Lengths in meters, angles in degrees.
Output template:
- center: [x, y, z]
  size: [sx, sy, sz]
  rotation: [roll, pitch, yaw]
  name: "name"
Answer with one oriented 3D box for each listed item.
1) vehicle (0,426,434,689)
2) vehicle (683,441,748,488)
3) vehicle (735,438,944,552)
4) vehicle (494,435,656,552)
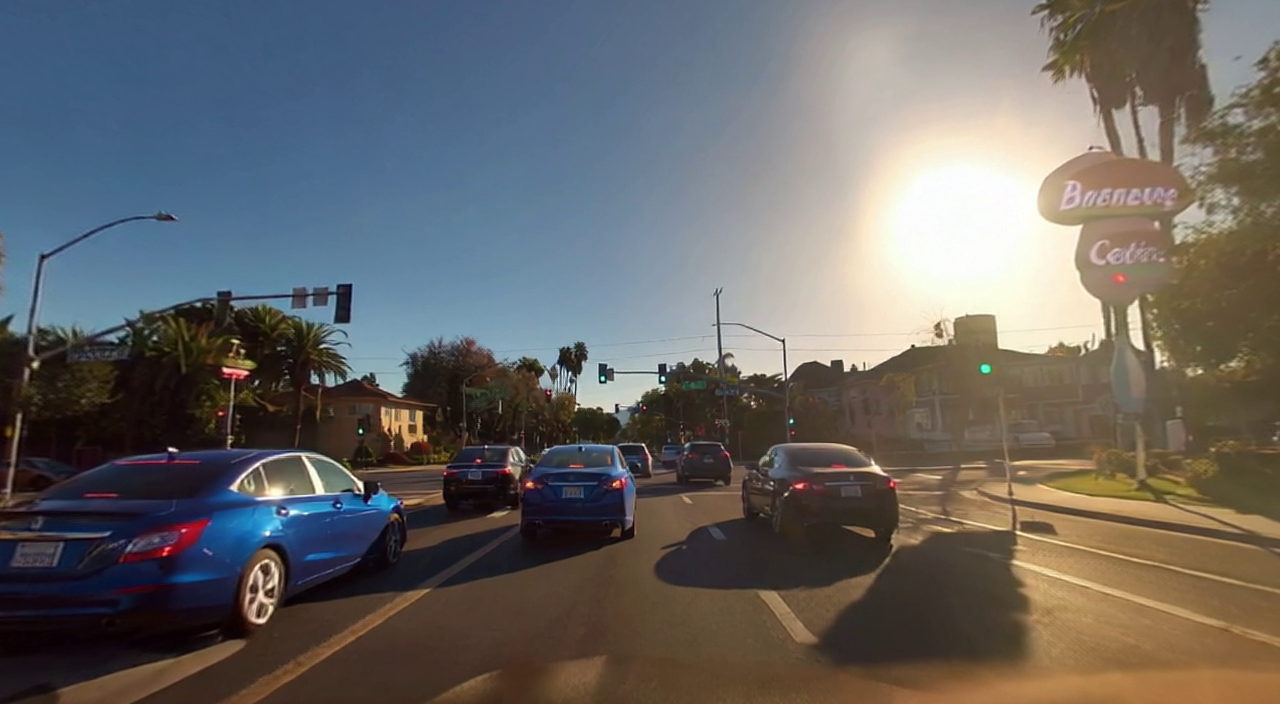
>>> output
- center: [-3.694, 1.505, 5.885]
  size: [2.058, 1.474, 4.473]
  rotation: [0, -9, 0]
  name: "vehicle"
- center: [2.791, 4.263, 24.296]
  size: [1.956, 1.615, 4.205]
  rotation: [0, -9, -1]
  name: "vehicle"
- center: [2.941, 2.203, 10.476]
  size: [2.014, 1.464, 4.312]
  rotation: [0, -9, -1]
  name: "vehicle"
- center: [-0.878, 2.131, 10.203]
  size: [2.104, 1.500, 3.815]
  rotation: [0, -8, -1]
  name: "vehicle"
